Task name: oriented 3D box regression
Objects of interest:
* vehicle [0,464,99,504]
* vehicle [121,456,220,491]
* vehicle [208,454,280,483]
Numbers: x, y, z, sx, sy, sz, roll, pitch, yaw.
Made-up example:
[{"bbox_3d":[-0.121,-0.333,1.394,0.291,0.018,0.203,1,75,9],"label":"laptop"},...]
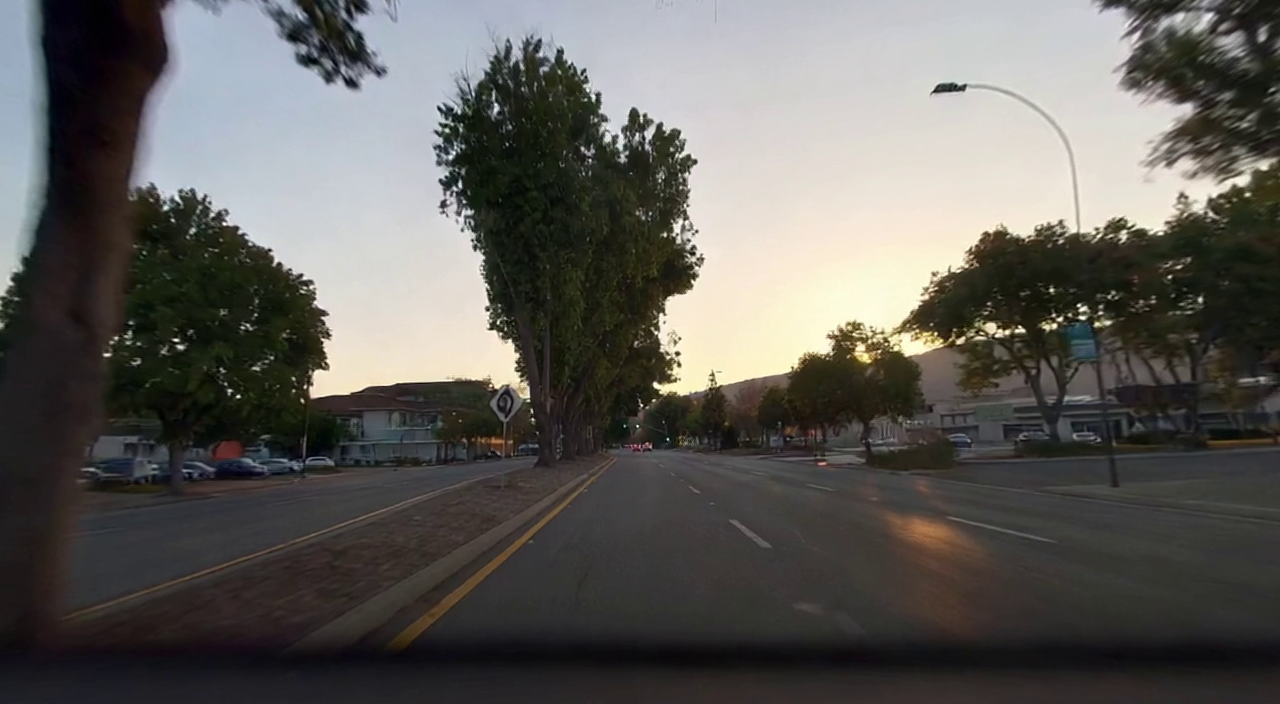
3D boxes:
[{"bbox_3d":[-25.920,5.512,26.479,4.351,1.478,2.035,2,-9,-15],"label":"vehicle"},{"bbox_3d":[-25.809,6.635,34.933,1.864,1.721,4.249,-1,-9,6],"label":"vehicle"},{"bbox_3d":[-25.365,7.465,40.665,1.949,1.662,4.589,0,-9,-4],"label":"vehicle"}]
